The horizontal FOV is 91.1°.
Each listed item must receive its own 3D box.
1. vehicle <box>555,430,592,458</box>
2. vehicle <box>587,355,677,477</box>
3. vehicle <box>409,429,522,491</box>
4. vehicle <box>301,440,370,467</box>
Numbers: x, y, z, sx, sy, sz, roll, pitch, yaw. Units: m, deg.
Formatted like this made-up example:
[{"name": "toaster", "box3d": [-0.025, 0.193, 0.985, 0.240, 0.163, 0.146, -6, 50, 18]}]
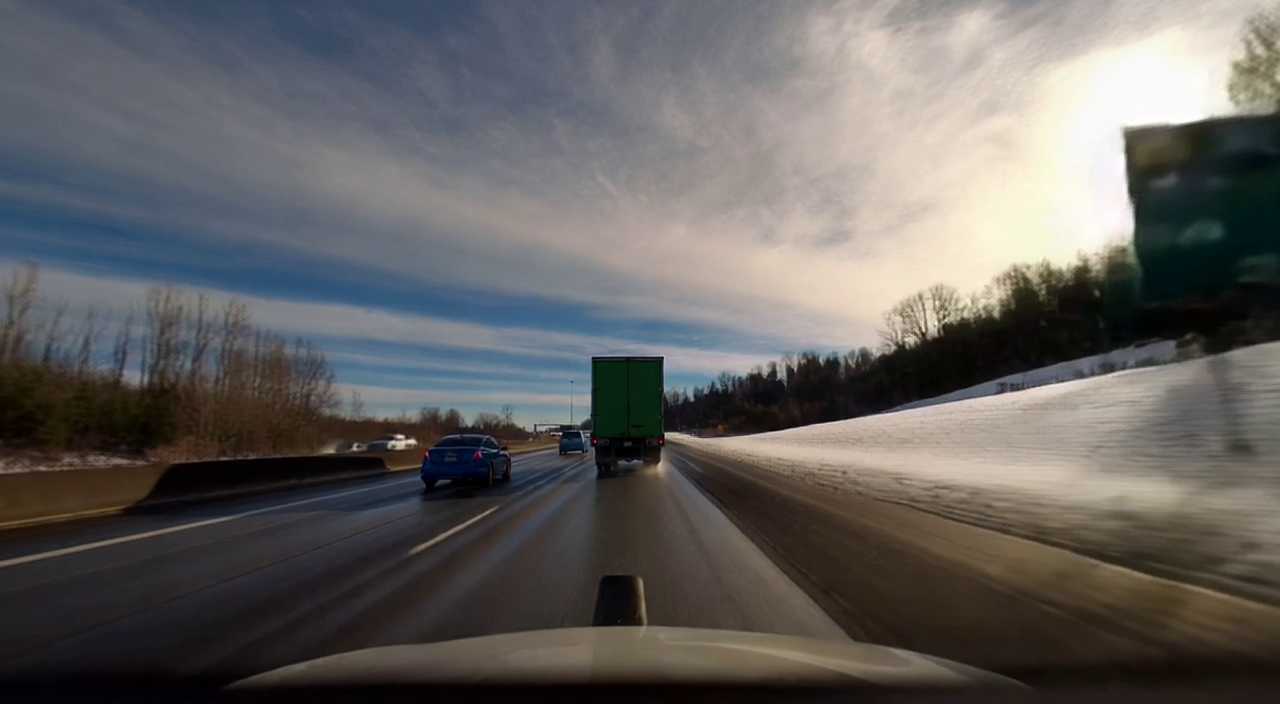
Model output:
[{"name": "vehicle", "box3d": [-4.556, 6.357, 43.774, 2.019, 1.834, 4.644, 0, -8, 0]}, {"name": "vehicle", "box3d": [-0.371, 2.763, 25.884, 2.953, 4.041, 10.072, 0, -8, -1]}, {"name": "vehicle", "box3d": [-4.742, 2.972, 17.800, 1.931, 1.539, 4.441, 0, -8, 0]}, {"name": "vehicle", "box3d": [-18.140, 6.024, 37.658, 1.883, 1.499, 4.621, 0, -8, -1]}]
